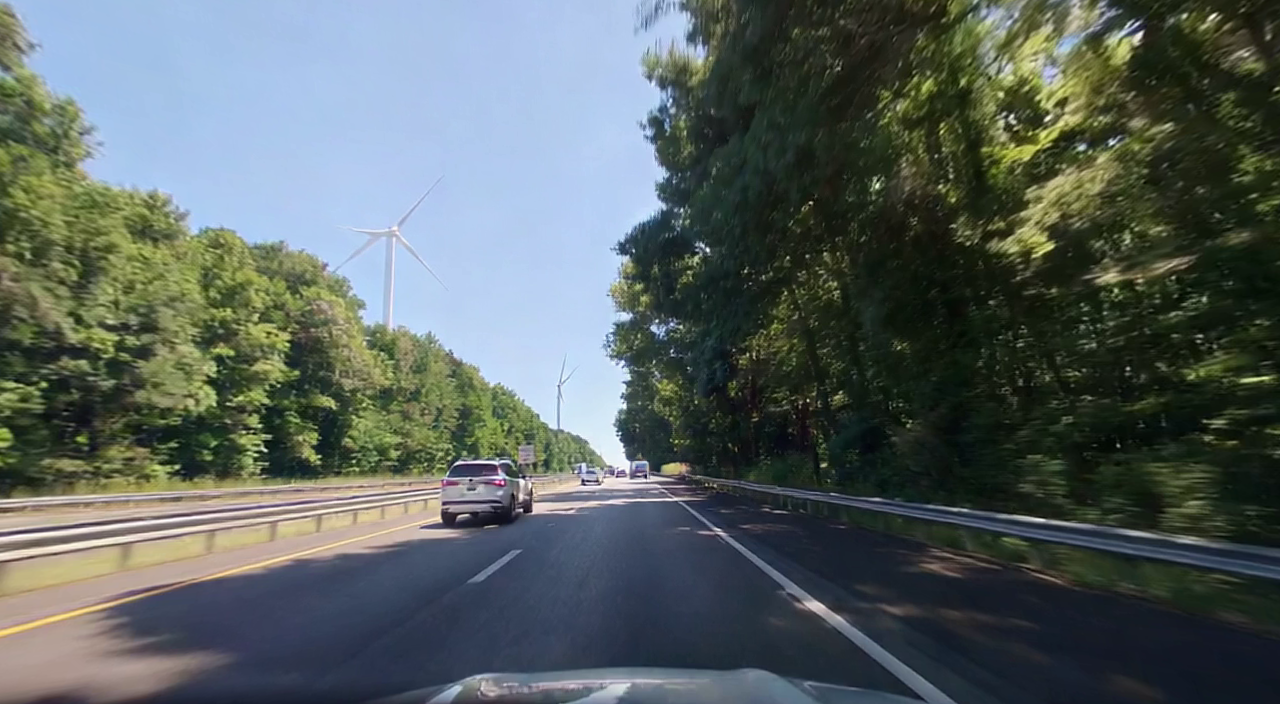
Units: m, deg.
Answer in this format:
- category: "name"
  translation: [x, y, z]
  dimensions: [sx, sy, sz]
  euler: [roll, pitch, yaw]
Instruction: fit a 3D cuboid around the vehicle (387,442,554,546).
- category: "vehicle"
  translation: [-3.191, 2.832, 12.989]
  dimensions: [2.124, 1.705, 4.440]
  euler: [1, -11, 1]
